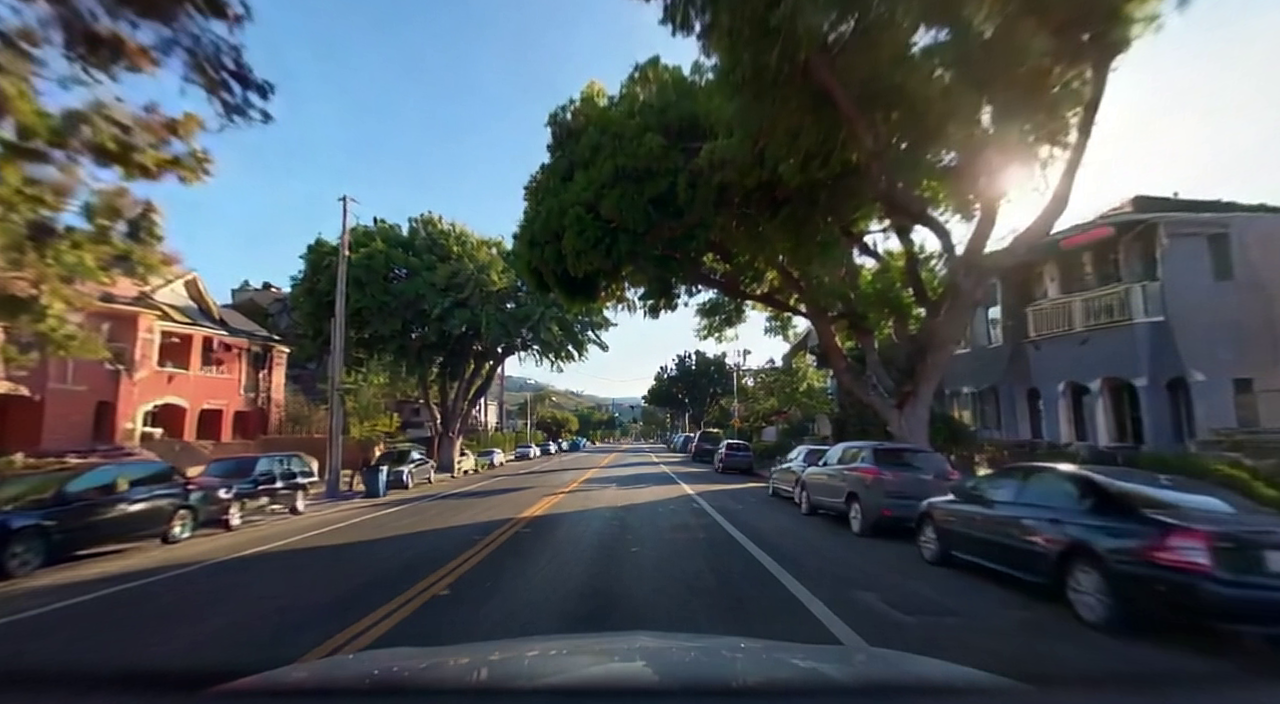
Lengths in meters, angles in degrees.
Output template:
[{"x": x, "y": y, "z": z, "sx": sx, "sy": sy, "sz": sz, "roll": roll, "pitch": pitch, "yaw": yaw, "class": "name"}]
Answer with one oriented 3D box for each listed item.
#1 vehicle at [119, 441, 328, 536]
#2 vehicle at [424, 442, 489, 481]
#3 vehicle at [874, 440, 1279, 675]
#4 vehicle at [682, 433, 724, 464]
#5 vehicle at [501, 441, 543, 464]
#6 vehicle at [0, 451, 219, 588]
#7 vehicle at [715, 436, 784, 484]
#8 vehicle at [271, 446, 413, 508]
[{"x": -8.237, "y": 2.696, "z": 13.022, "sx": 1.763, "sy": 1.614, "sz": 3.940, "roll": 0, "pitch": -9, "yaw": -3, "class": "vehicle"}, {"x": -8.200, "y": 4.888, "z": 28.514, "sx": 1.883, "sy": 1.565, "sz": 3.655, "roll": -2, "pitch": -8, "yaw": -1, "class": "vehicle"}, {"x": 4.101, "y": 1.639, "z": 6.264, "sx": 1.748, "sy": 1.471, "sz": 4.305, "roll": 0, "pitch": -9, "yaw": -2, "class": "vehicle"}, {"x": 4.181, "y": 6.544, "z": 42.782, "sx": 2.133, "sy": 1.944, "sz": 5.390, "roll": 0, "pitch": -9, "yaw": -1, "class": "vehicle"}, {"x": -8.294, "y": 7.069, "z": 44.670, "sx": 1.981, "sy": 1.505, "sz": 4.359, "roll": -1, "pitch": -9, "yaw": 2, "class": "vehicle"}, {"x": -8.053, "y": 2.136, "z": 8.716, "sx": 1.852, "sy": 1.482, "sz": 3.916, "roll": -1, "pitch": -9, "yaw": -2, "class": "vehicle"}, {"x": 4.221, "y": 4.221, "z": 25.011, "sx": 1.889, "sy": 1.703, "sz": 4.253, "roll": 0, "pitch": -9, "yaw": -1, "class": "vehicle"}, {"x": -8.201, "y": 3.432, "z": 17.941, "sx": 1.875, "sy": 1.498, "sz": 4.395, "roll": -1, "pitch": -9, "yaw": 0, "class": "vehicle"}]
